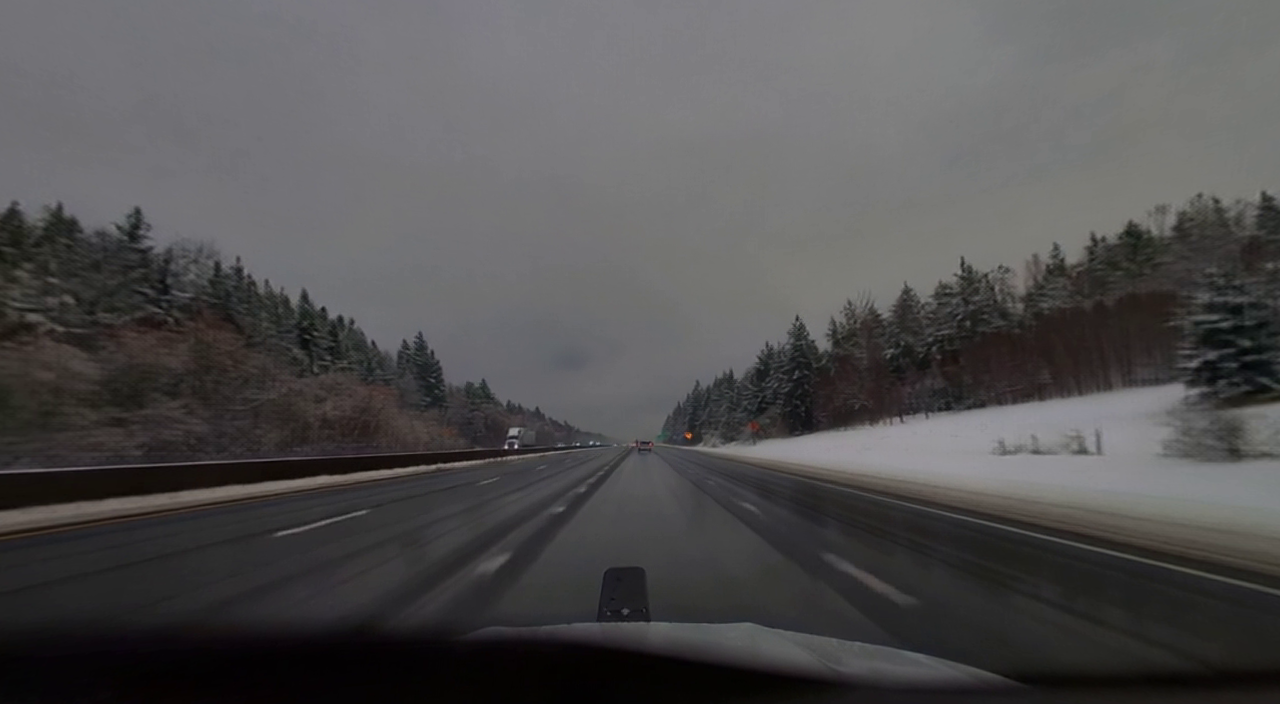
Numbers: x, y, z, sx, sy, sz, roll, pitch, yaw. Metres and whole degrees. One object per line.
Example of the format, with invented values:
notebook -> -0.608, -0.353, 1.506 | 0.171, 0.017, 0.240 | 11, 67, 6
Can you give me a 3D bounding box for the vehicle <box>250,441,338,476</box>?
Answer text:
vehicle -> -18.093, 5.559, 33.178 | 1.933, 1.671, 4.623 | 0, -8, 1
